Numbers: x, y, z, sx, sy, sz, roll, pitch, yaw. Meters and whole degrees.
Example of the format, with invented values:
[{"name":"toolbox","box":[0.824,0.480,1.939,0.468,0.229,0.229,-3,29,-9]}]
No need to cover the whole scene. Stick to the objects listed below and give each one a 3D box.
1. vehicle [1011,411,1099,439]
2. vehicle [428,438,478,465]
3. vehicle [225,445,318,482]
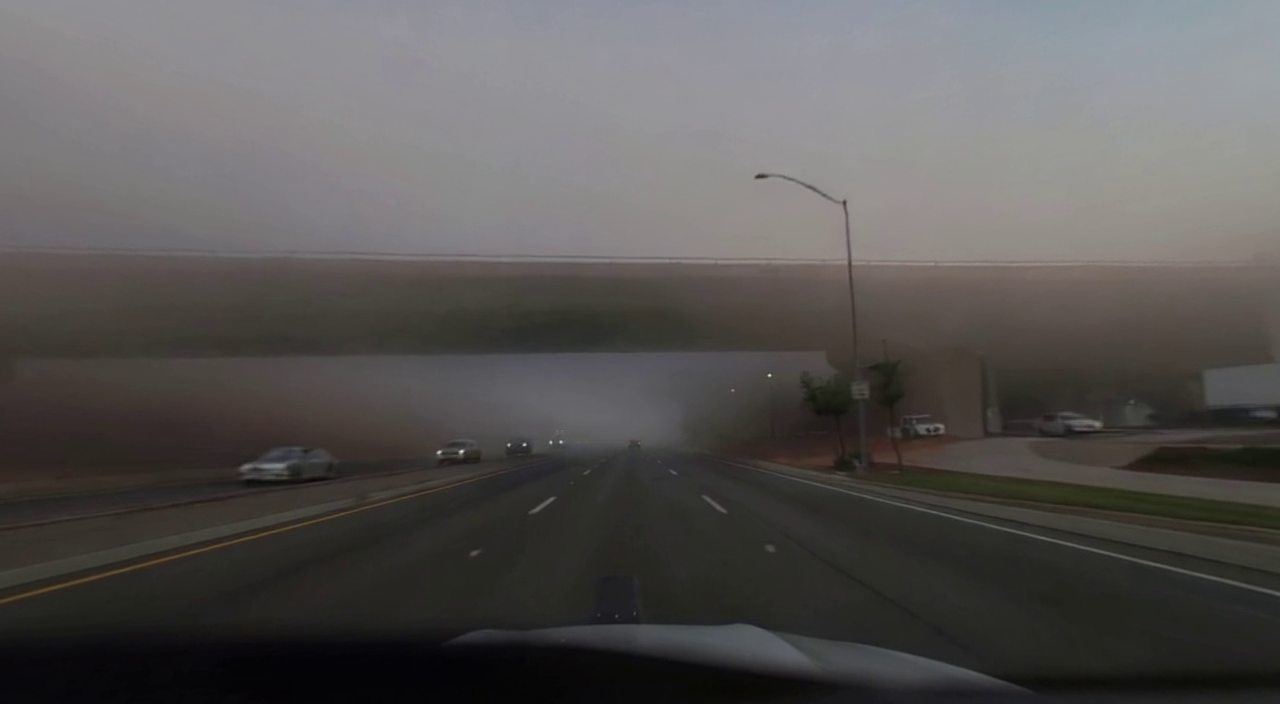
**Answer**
[{"name":"vehicle","box":[23.229,4.164,35.453,1.807,1.447,4.441,0,-8,-2]},{"name":"vehicle","box":[-12.181,6.484,41.275,2.008,1.635,4.139,0,-8,-1]},{"name":"vehicle","box":[-15.397,4.647,26.525,1.707,1.418,3.736,0,-8,-1]}]
